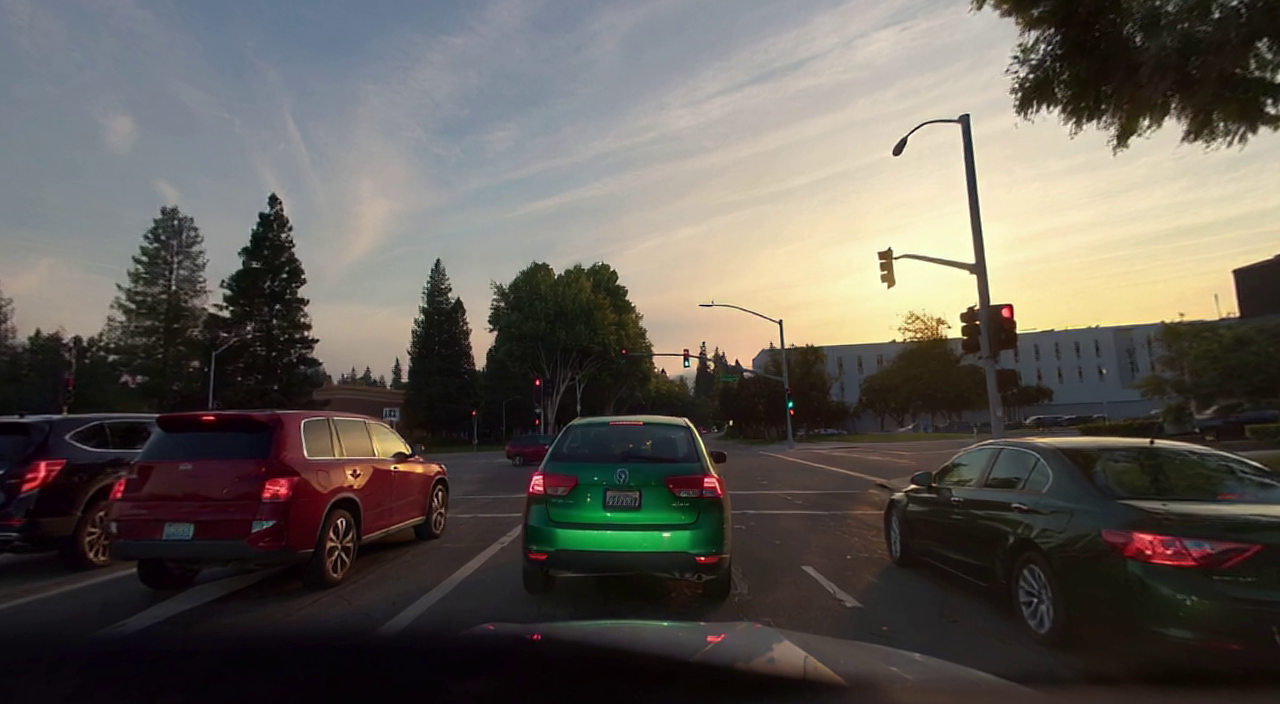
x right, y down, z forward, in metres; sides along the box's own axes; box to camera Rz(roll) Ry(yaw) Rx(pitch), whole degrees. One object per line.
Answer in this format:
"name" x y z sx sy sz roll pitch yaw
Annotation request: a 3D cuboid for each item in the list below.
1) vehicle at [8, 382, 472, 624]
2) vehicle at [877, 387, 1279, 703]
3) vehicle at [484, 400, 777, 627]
"vehicle" -3.550 1.421 6.862 2.014 1.755 4.360 0 -8 3
"vehicle" 3.585 1.201 4.598 2.010 1.486 4.498 0 -8 1
"vehicle" -0.044 1.401 6.304 2.047 1.579 3.642 0 -8 1
